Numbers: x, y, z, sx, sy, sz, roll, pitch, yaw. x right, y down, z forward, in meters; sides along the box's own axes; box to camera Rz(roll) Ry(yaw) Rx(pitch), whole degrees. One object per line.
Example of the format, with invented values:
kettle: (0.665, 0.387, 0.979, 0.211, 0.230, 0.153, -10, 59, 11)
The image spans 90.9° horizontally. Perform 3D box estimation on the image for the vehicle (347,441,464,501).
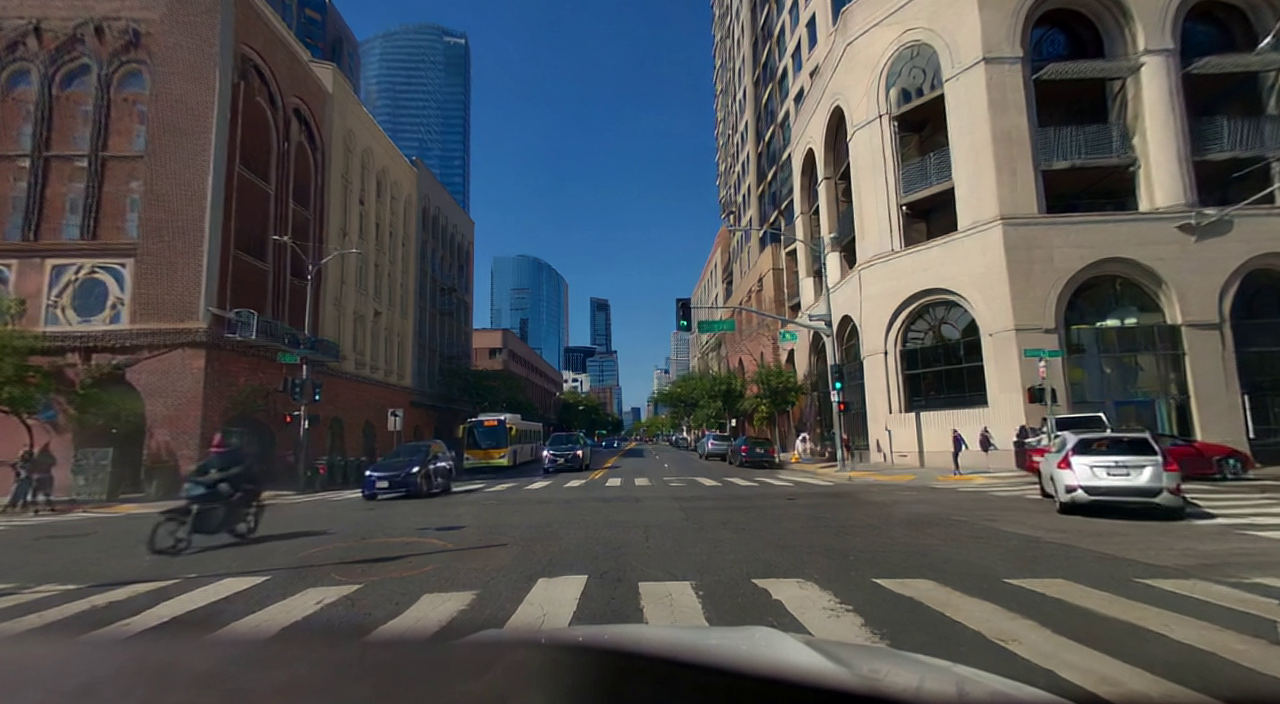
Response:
vehicle: (-6.605, 3.370, 18.283, 1.861, 1.508, 4.052, 0, -8, 0)

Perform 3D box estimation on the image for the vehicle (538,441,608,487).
vehicle: (-2.430, 3.808, 21.819, 1.904, 1.402, 4.759, 2, -9, -12)

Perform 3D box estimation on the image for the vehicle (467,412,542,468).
vehicle: (-8.938, 6.029, 42.977, 2.981, 3.391, 9.957, 0, -8, 0)

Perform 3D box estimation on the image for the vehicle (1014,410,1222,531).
vehicle: (7.532, 1.858, 10.517, 1.912, 1.505, 4.889, -4, -9, 28)

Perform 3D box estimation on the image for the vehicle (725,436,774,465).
vehicle: (6.242, 5.647, 36.298, 1.926, 1.574, 3.961, 0, -8, -2)
